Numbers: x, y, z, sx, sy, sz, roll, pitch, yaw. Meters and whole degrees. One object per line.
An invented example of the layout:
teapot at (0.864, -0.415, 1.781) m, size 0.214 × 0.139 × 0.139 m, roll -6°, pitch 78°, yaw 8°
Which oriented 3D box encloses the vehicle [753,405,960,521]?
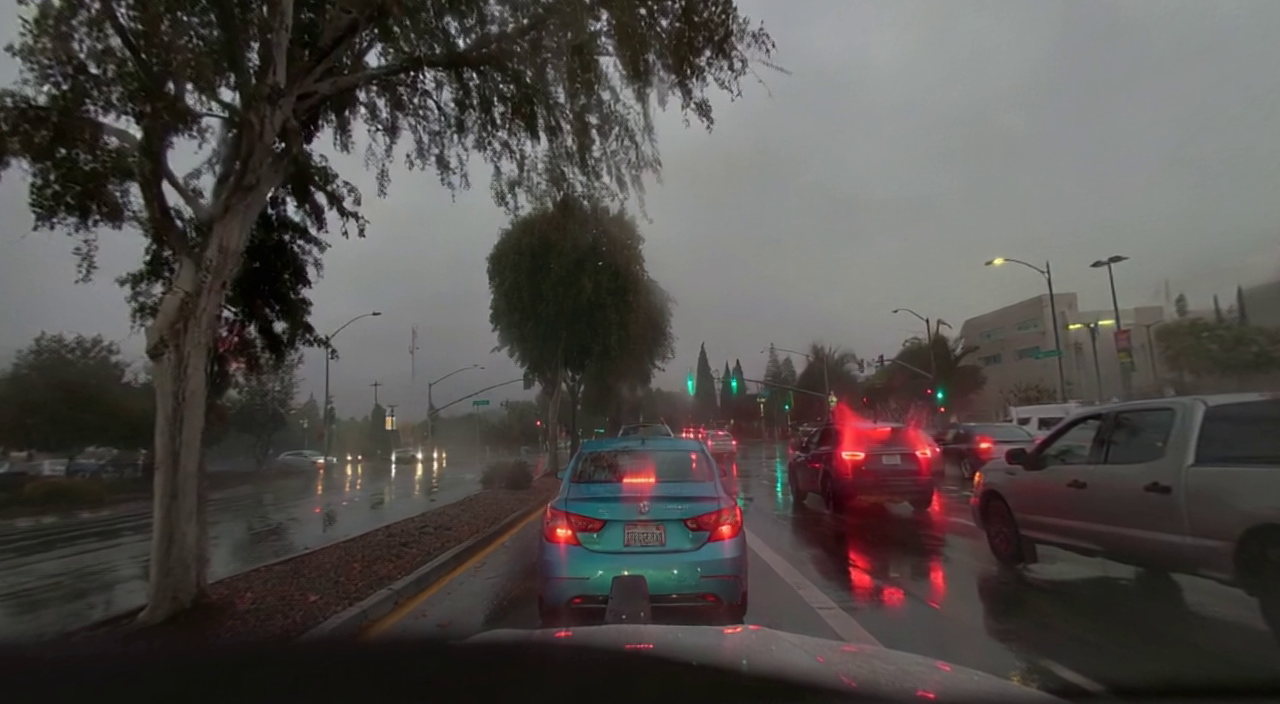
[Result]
vehicle at (4.179, 2.283, 13.554) m, size 2.319 × 1.930 × 5.651 m, roll 0°, pitch -8°, yaw -1°

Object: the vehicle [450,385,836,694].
vehicle at (-0.014, 1.315, 5.528) m, size 2.116 × 1.677 × 3.948 m, roll 0°, pitch -8°, yaw -1°

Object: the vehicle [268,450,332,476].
vehicle at (-24.078, 7.839, 44.871) m, size 1.798 × 1.706 × 4.385 m, roll -1°, pitch -8°, yaw 6°

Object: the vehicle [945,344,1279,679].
vehicle at (4.500, 1.064, 4.812) m, size 2.019 × 1.803 × 4.634 m, roll 0°, pitch -8°, yaw 0°
